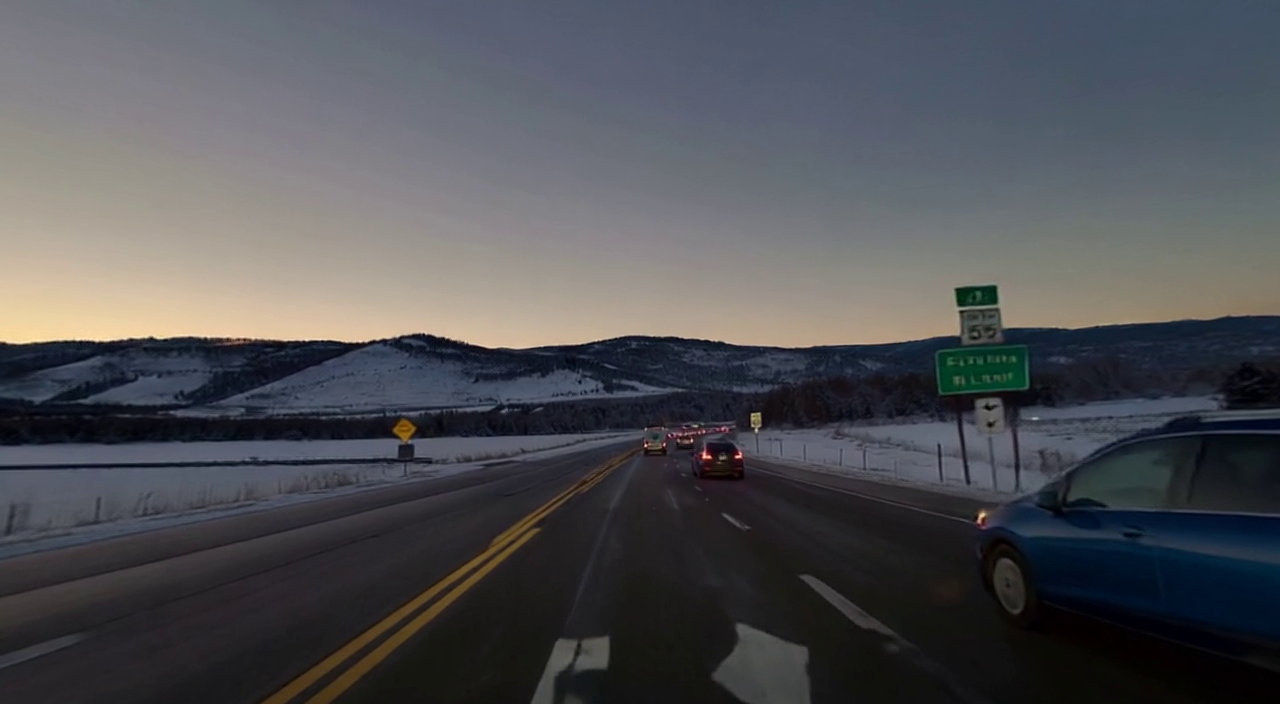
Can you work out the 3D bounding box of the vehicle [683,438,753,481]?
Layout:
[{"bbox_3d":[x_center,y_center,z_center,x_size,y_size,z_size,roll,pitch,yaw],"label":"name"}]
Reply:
[{"bbox_3d":[2.939,4.156,24.690,2.026,1.531,4.273,0,-8,-2],"label":"vehicle"}]

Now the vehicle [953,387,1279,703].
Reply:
[{"bbox_3d":[3.601,1.004,3.161,2.007,1.534,3.976,0,-8,0],"label":"vehicle"}]
